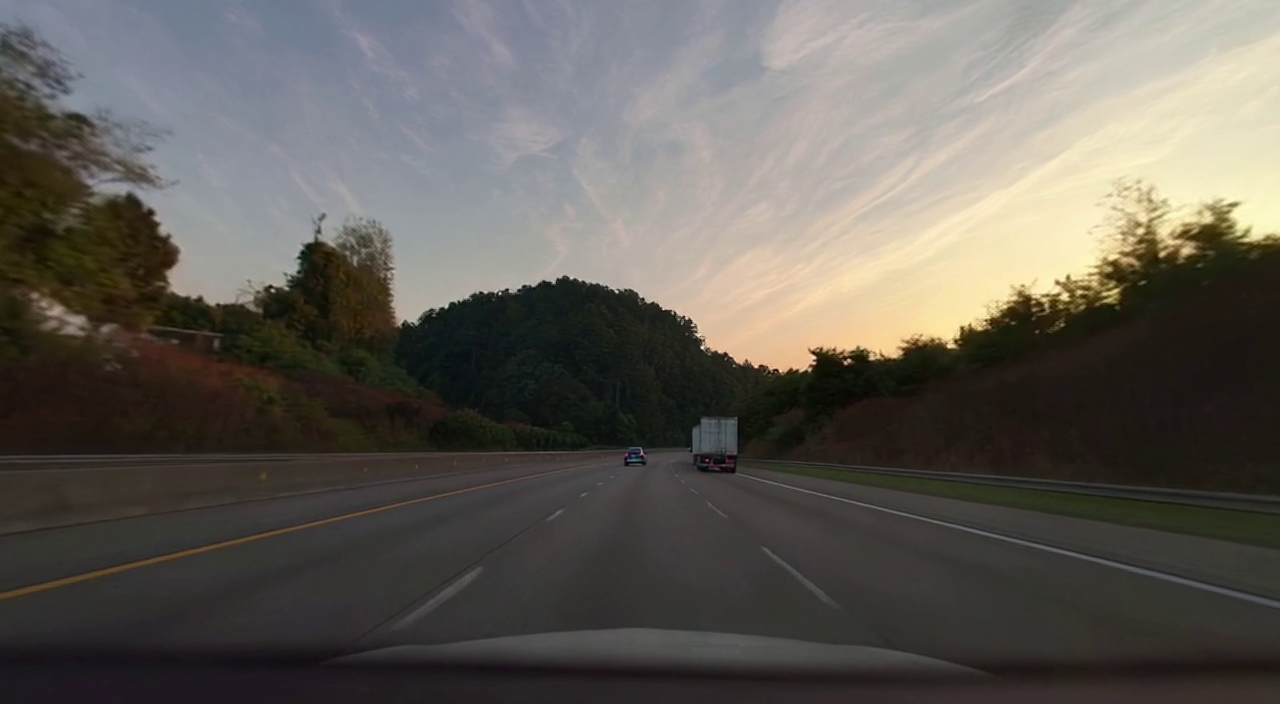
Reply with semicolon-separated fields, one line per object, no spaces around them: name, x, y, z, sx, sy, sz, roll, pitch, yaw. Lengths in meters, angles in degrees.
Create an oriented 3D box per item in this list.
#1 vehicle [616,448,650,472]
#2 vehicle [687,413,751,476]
vehicle;-0.456;8.067;47.315;2.297;1.683;4.385;0;-9;2
vehicle;4.791;5.901;40.044;2.960;3.547;8.560;0;-9;0
